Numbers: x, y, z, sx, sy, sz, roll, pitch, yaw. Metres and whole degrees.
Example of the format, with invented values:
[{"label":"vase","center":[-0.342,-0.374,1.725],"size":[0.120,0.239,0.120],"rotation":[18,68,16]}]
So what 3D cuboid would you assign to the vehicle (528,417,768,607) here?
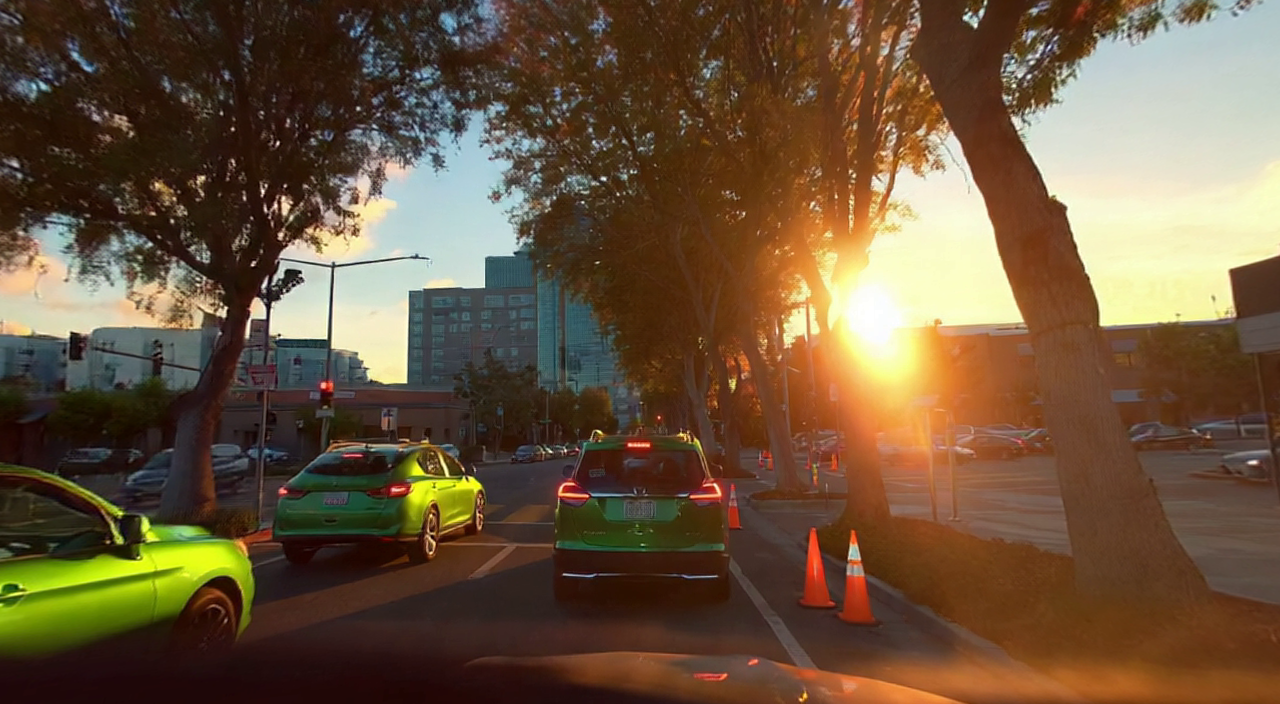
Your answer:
[{"label":"vehicle","center":[0.110,1.627,7.216],"size":[2.021,1.560,3.676],"rotation":[0,-9,1]}]

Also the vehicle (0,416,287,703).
[{"label":"vehicle","center":[-3.598,0.946,2.146],"size":[1.964,1.497,4.722],"rotation":[0,-9,1]}]

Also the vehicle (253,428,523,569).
[{"label":"vehicle","center":[-3.275,2.001,9.450],"size":[1.989,1.541,4.626],"rotation":[0,-9,2]}]

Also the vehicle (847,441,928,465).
[{"label":"vehicle","center":[16.200,6.629,41.370],"size":[4.579,1.480,1.819],"rotation":[-1,-9,7]}]

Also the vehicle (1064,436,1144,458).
[{"label":"vehicle","center":[36.750,7.547,49.982],"size":[4.791,1.635,1.857],"rotation":[0,-9,1]}]
